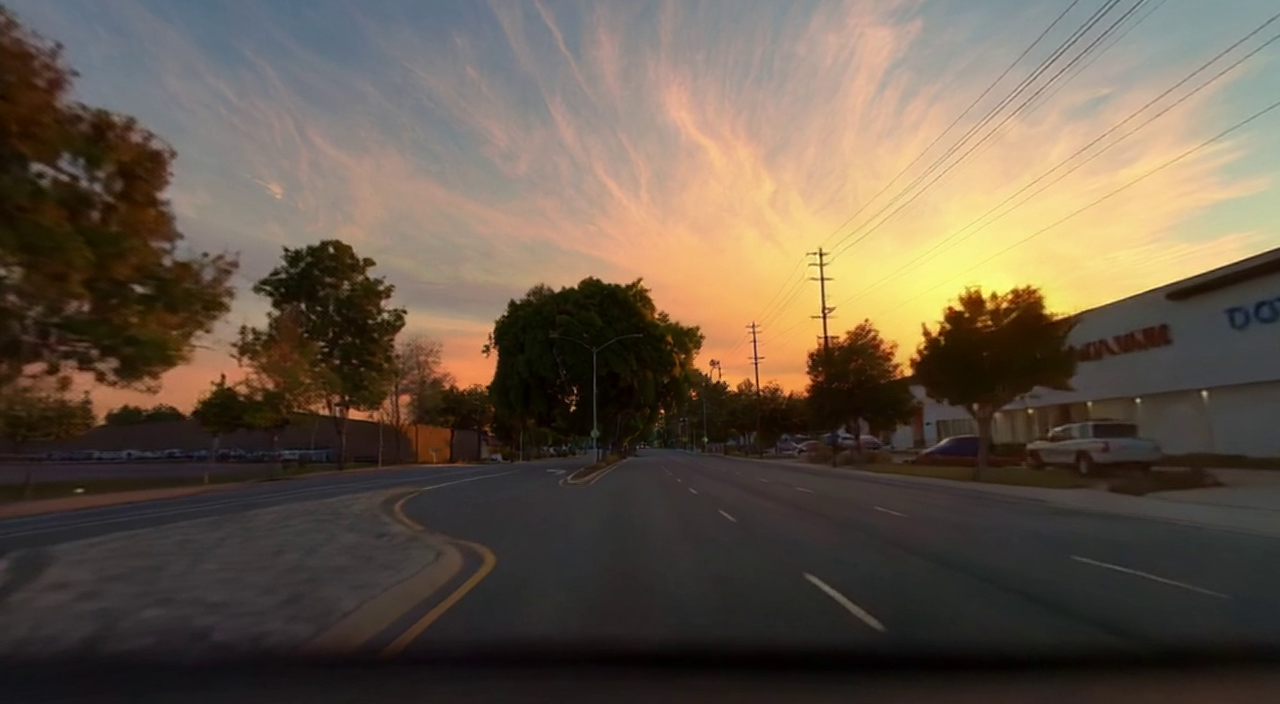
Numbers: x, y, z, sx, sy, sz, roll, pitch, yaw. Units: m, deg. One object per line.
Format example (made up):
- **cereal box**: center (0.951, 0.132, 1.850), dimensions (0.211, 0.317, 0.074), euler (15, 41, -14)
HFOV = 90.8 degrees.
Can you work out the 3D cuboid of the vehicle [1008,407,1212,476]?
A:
- **vehicle**: center (14.874, 2.943, 20.595), dimensions (2.195, 1.926, 5.466), euler (1, -9, -3)
